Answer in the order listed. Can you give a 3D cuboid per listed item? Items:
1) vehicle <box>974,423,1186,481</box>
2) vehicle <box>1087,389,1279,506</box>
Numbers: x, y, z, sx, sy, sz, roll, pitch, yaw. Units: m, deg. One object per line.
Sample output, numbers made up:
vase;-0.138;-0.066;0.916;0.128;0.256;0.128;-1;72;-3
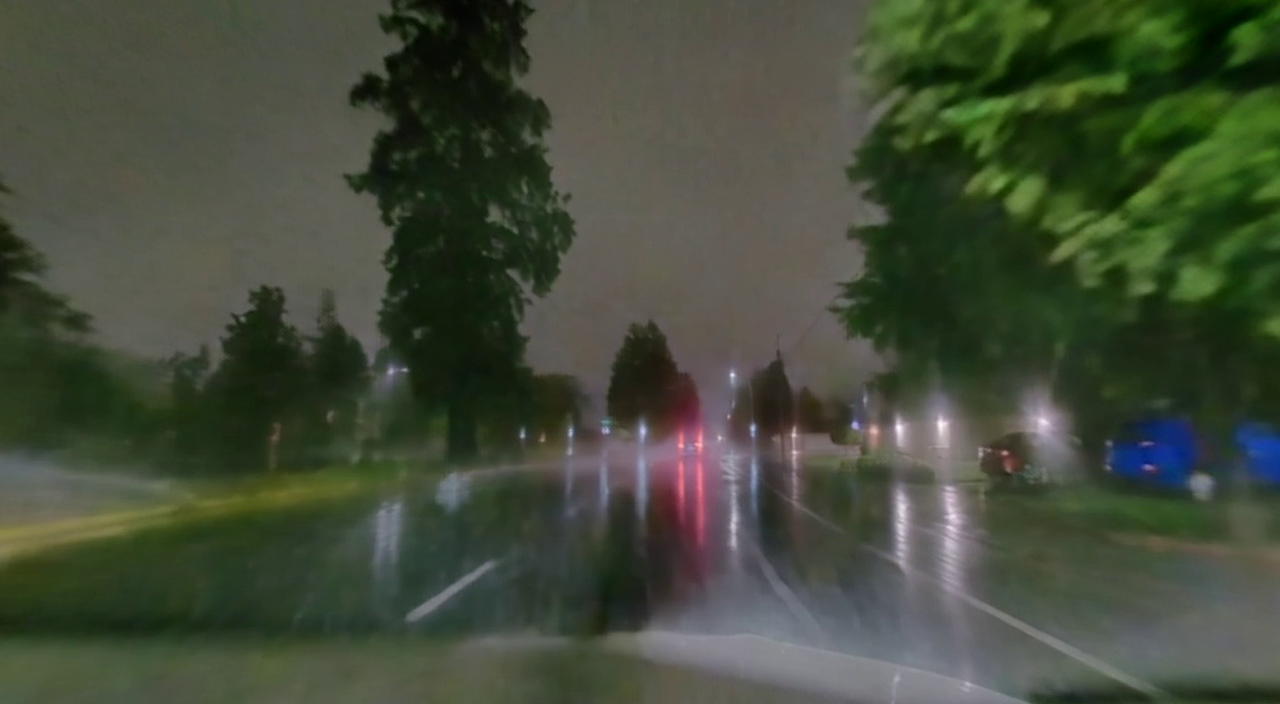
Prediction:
vehicle;12.453;2.863;18.144;4.544;1.535;1.921;-1;-8;5
vehicle;11.929;1.841;12.226;4.672;2.044;2.248;-1;-8;4
